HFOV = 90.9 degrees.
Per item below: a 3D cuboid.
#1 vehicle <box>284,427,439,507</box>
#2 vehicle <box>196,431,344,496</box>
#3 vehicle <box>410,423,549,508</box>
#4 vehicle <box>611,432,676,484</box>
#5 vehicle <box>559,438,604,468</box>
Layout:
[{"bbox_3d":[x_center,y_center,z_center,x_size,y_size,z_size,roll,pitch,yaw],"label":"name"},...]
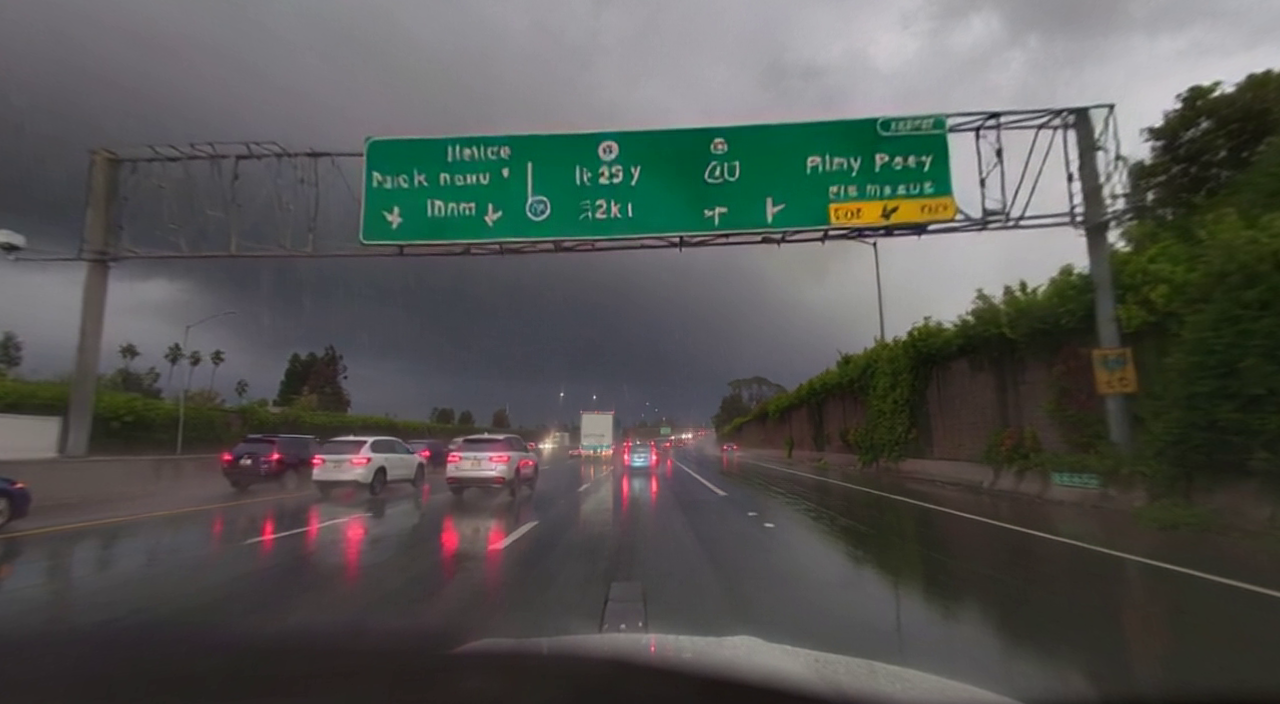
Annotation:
[{"bbox_3d":[-6.947,2.896,16.345,1.998,1.770,4.222,0,-8,1],"label":"vehicle"},{"bbox_3d":[-11.123,3.369,19.399,1.871,1.747,4.342,0,-8,1],"label":"vehicle"},{"bbox_3d":[-3.726,2.744,15.667,2.125,1.792,4.466,0,-8,2],"label":"vehicle"},{"bbox_3d":[0.162,3.848,23.180,2.180,1.716,3.920,0,-8,1],"label":"vehicle"},{"bbox_3d":[-3.528,6.161,38.709,2.243,1.683,4.178,0,-8,1],"label":"vehicle"}]
